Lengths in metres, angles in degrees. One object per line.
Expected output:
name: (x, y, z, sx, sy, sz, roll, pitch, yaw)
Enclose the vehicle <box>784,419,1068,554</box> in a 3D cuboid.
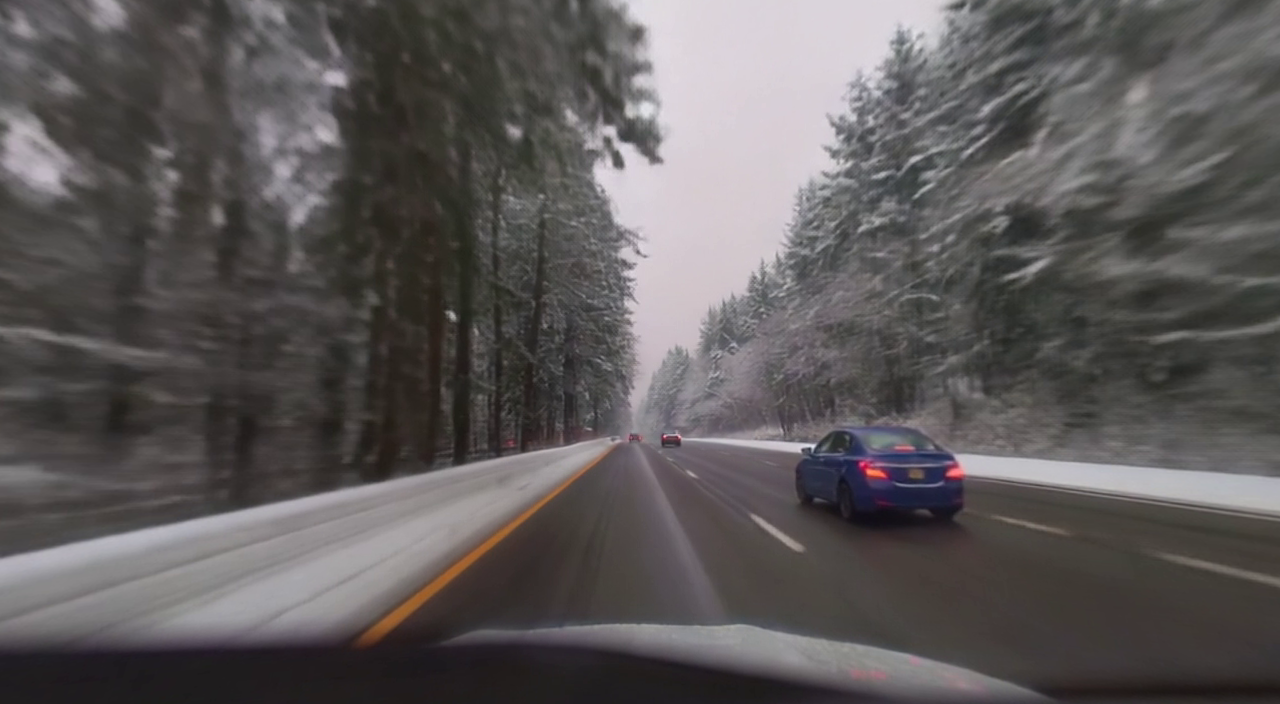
vehicle: (3.747, 1.802, 9.352, 2.017, 1.502, 4.369, 0, -8, -2)
